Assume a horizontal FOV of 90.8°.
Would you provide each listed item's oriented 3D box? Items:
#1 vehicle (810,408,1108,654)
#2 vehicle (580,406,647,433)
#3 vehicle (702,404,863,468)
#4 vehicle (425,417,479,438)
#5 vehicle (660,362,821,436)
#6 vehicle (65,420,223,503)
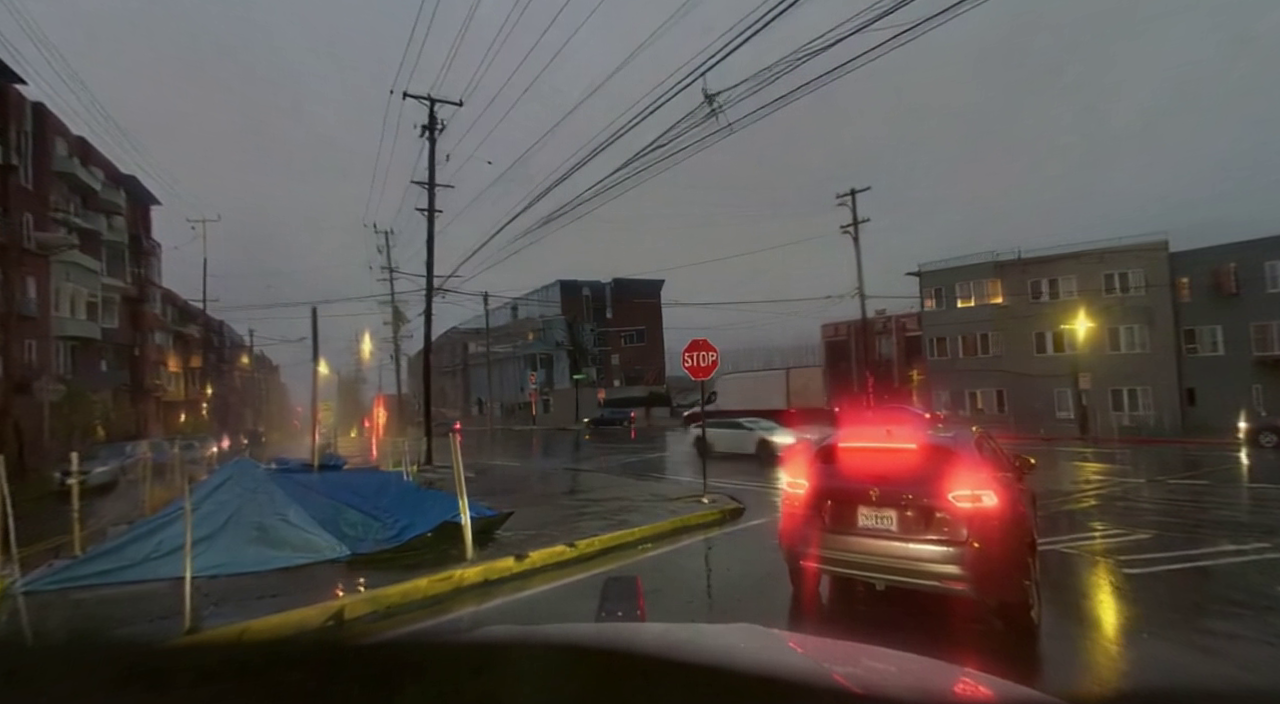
[{"bbox_3d":[3.409,1.541,6.603,1.945,1.647,4.160,-6,-10,32],"label":"vehicle"},{"bbox_3d":[-1.734,4.293,39.827,1.790,1.468,4.422,7,-11,-41],"label":"vehicle"},{"bbox_3d":[4.218,2.571,19.107,4.320,1.724,1.870,-7,-11,40],"label":"vehicle"},{"bbox_3d":[-14.434,5.820,48.387,2.089,1.506,4.641,7,-11,-41],"label":"vehicle"},{"bbox_3d":[4.551,2.399,29.801,7.172,3.075,2.584,-7,-10,41],"label":"vehicle"},{"bbox_3d":[-12.259,2.701,15.980,1.987,1.686,3.971,-1,-8,-21],"label":"vehicle"}]
